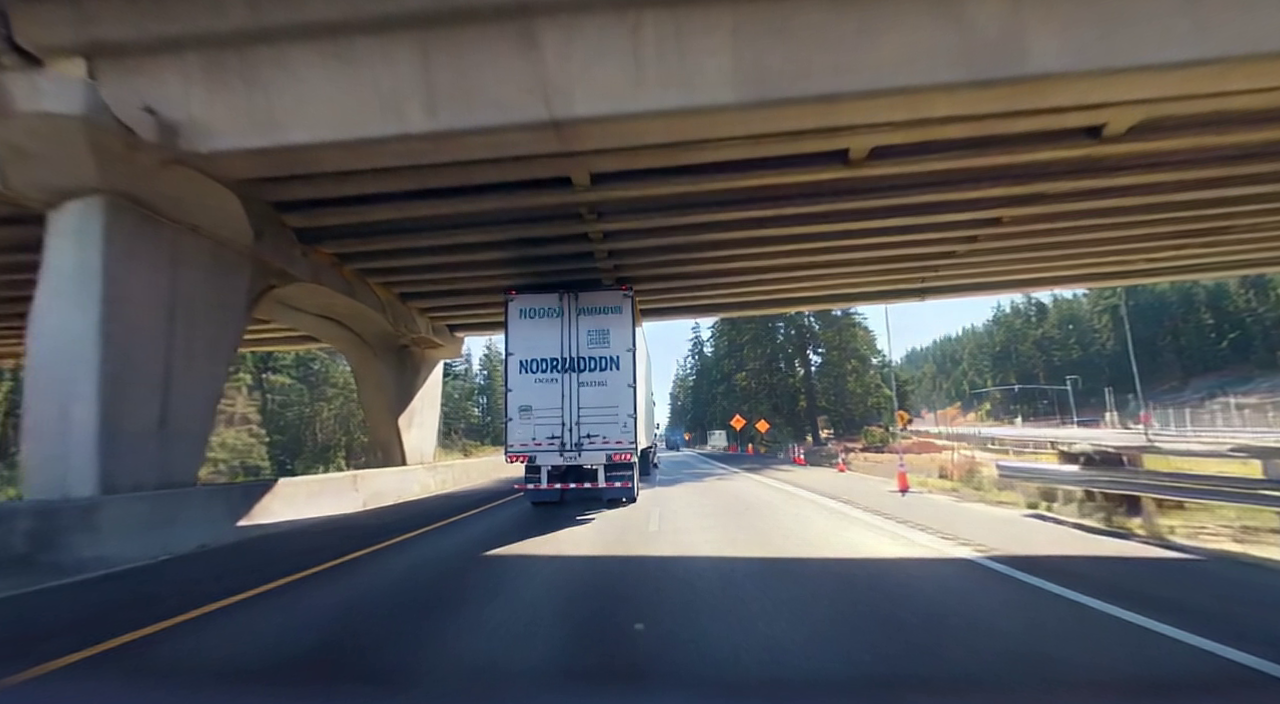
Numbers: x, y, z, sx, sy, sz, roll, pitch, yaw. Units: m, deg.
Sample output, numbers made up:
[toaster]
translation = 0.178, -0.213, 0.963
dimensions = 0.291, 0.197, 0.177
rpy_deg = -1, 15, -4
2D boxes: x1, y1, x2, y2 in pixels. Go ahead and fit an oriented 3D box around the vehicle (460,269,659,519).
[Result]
[vehicle]
translation = -1.133, 1.441, 15.780
dimensions = 2.935, 4.068, 11.036
rpy_deg = 0, -8, 3
